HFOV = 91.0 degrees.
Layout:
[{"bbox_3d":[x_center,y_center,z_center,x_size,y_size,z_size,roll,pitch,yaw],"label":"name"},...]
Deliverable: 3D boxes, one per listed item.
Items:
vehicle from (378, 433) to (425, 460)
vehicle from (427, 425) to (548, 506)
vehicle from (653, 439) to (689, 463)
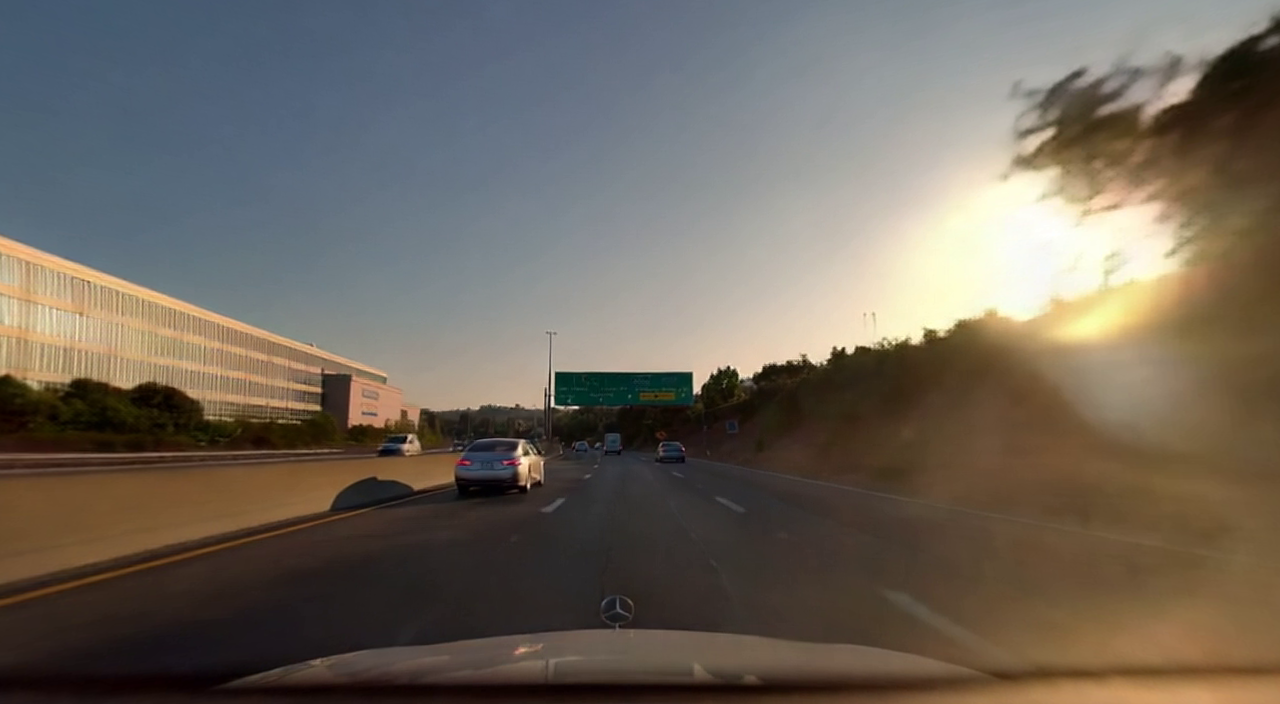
[{"bbox_3d":[-18.578,7.359,49.228,2.115,1.986,4.769,0,-8,-4],"label":"vehicle"},{"bbox_3d":[-3.651,2.806,16.010,2.080,1.733,4.410,0,-8,-1],"label":"vehicle"},{"bbox_3d":[2.184,7.155,45.522,2.078,1.608,3.982,0,-8,-6],"label":"vehicle"}]
